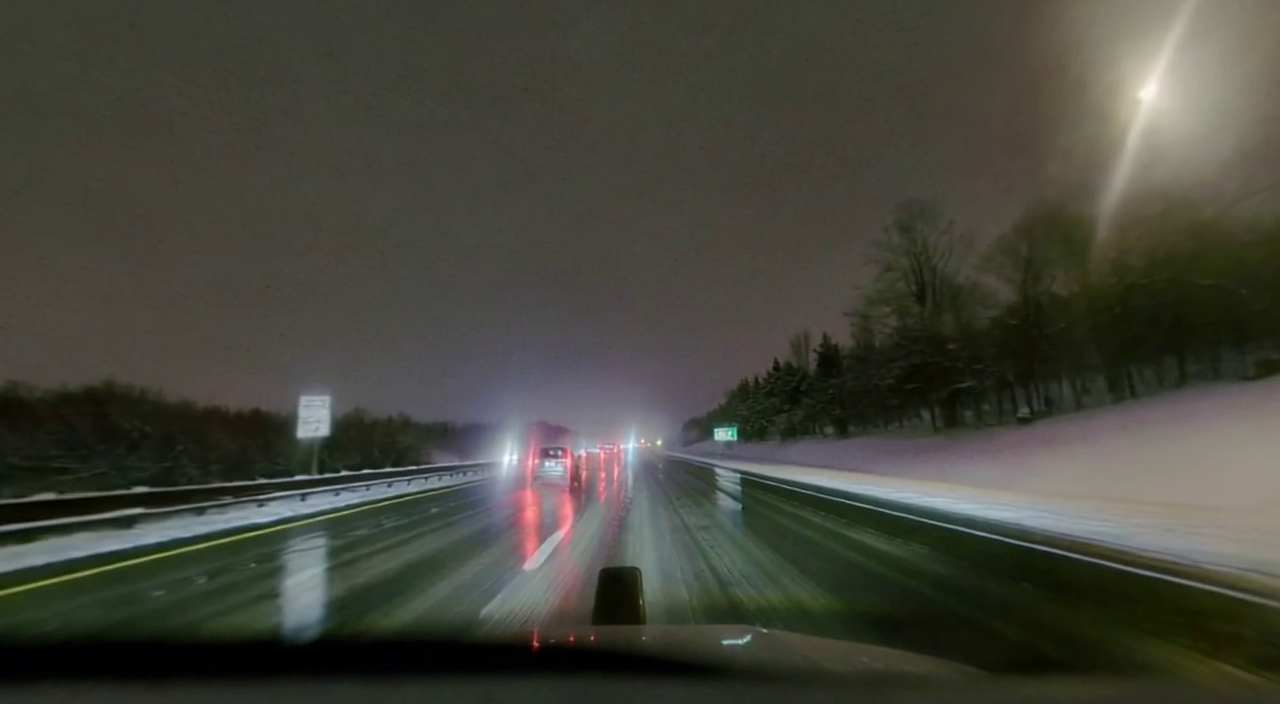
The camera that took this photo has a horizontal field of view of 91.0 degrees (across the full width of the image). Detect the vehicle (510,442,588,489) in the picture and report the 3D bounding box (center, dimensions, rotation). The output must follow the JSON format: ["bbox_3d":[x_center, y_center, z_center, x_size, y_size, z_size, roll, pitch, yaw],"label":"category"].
[{"bbox_3d":[-3.166,4.080,22.947,2.044,1.527,4.607,0,-9,1],"label":"vehicle"}]

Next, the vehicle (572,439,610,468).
[{"bbox_3d":[-3.279,6.921,43.186,2.177,1.852,4.427,0,-9,1],"label":"vehicle"}]
